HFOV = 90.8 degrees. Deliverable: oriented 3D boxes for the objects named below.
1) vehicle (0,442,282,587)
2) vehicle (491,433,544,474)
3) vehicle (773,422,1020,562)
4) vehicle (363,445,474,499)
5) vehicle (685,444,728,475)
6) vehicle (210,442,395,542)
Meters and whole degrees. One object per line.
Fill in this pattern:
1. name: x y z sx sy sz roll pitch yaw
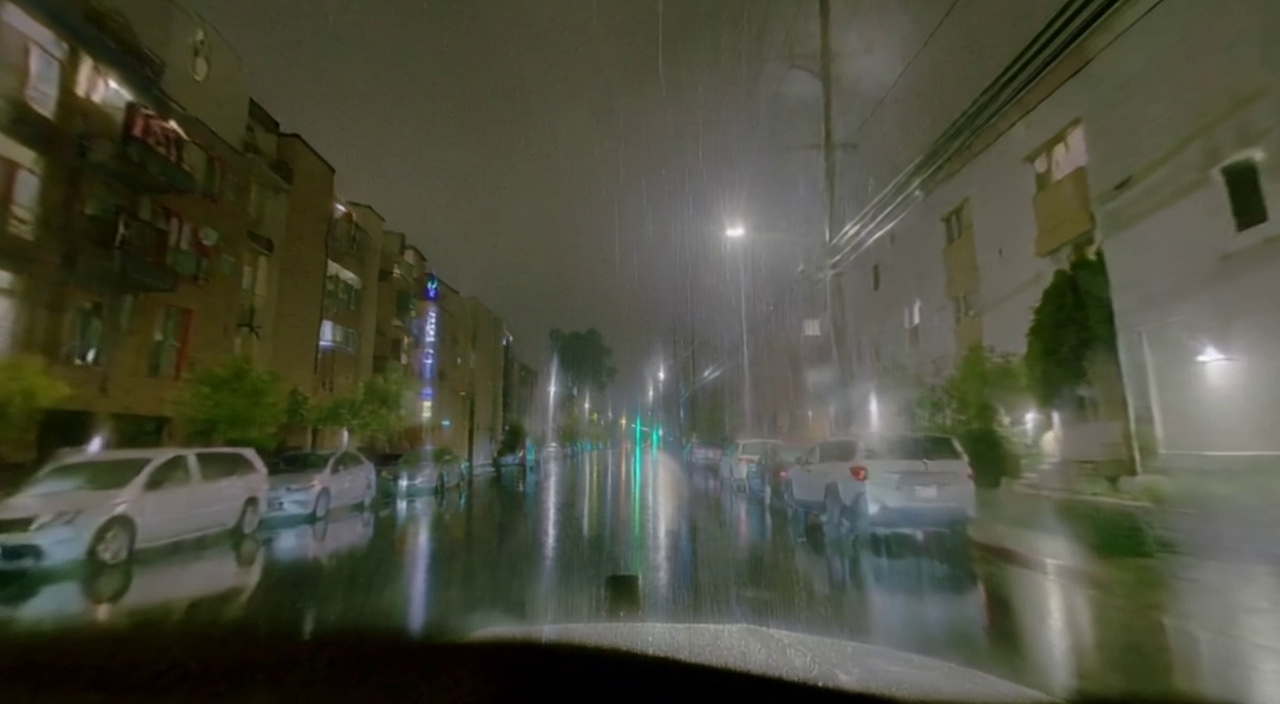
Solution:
1. vehicle: -7.810 2.311 9.730 1.917 1.618 4.825 -2 -10 -2
2. vehicle: -7.694 6.404 40.295 2.351 2.251 5.856 -2 -8 -2
3. vehicle: 3.640 2.069 10.124 2.095 1.694 4.592 0 -9 1
4. vehicle: -7.523 4.069 22.028 2.145 1.488 4.646 -3 -7 1
5. vehicle: 3.684 6.025 35.746 1.925 1.634 4.419 0 -8 0
6. vehicle: -7.663 3.115 14.961 1.981 1.651 4.683 -5 -6 -3
